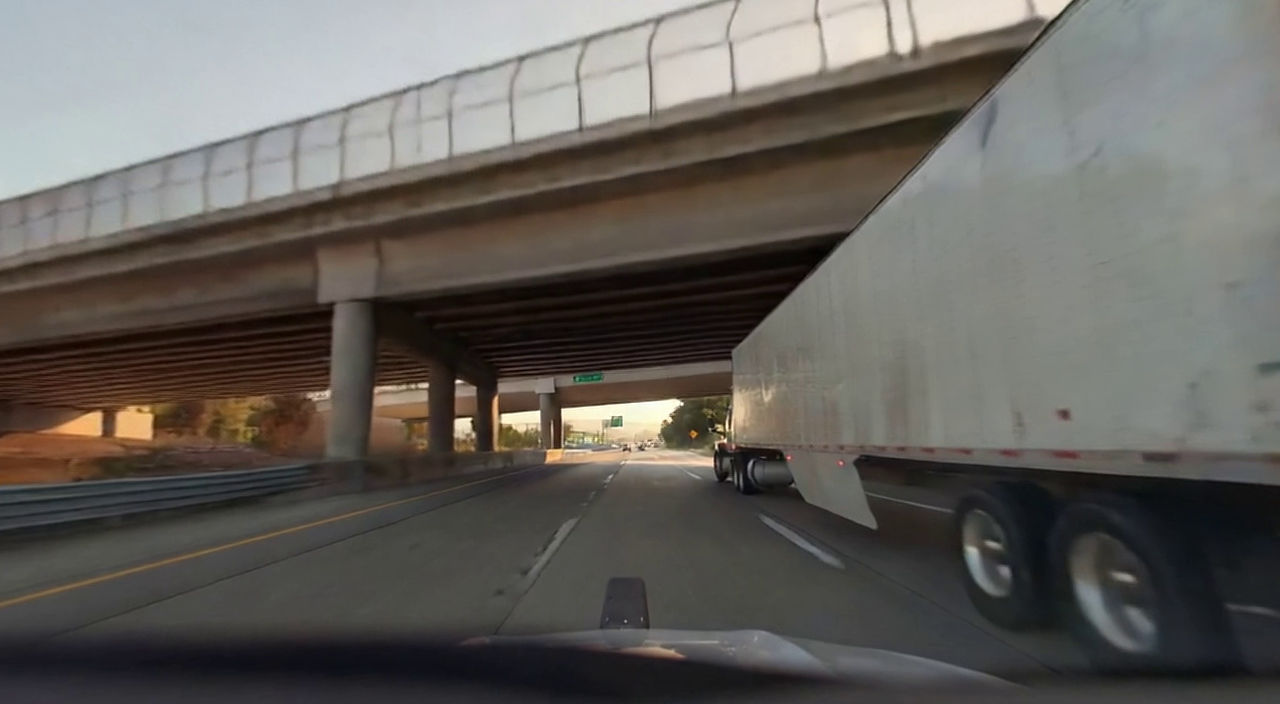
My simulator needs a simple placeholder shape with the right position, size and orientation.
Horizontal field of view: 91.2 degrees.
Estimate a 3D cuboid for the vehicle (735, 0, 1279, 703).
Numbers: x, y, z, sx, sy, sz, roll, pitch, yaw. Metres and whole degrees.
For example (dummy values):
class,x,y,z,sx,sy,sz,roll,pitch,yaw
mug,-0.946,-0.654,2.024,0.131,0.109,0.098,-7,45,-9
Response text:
class,x,y,z,sx,sy,sz,roll,pitch,yaw
vehicle,3.974,0.604,9.288,2.933,4.100,14.317,0,-8,0
